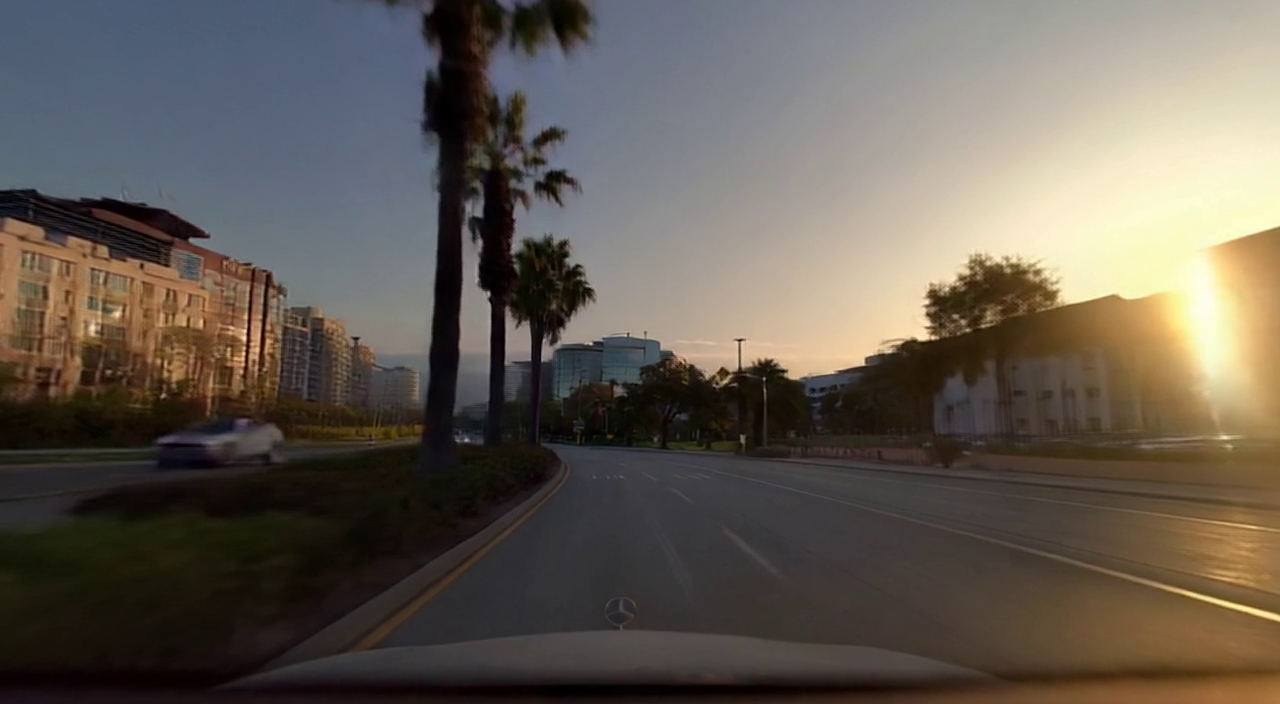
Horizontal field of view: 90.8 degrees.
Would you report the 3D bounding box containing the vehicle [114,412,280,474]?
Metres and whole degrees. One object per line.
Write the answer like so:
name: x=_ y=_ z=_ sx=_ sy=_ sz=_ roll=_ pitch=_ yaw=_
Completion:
vehicle: x=-13.264 y=2.790 z=19.355 sx=1.961 sy=1.664 sz=4.422 roll=0 pitch=-8 yaw=-2
